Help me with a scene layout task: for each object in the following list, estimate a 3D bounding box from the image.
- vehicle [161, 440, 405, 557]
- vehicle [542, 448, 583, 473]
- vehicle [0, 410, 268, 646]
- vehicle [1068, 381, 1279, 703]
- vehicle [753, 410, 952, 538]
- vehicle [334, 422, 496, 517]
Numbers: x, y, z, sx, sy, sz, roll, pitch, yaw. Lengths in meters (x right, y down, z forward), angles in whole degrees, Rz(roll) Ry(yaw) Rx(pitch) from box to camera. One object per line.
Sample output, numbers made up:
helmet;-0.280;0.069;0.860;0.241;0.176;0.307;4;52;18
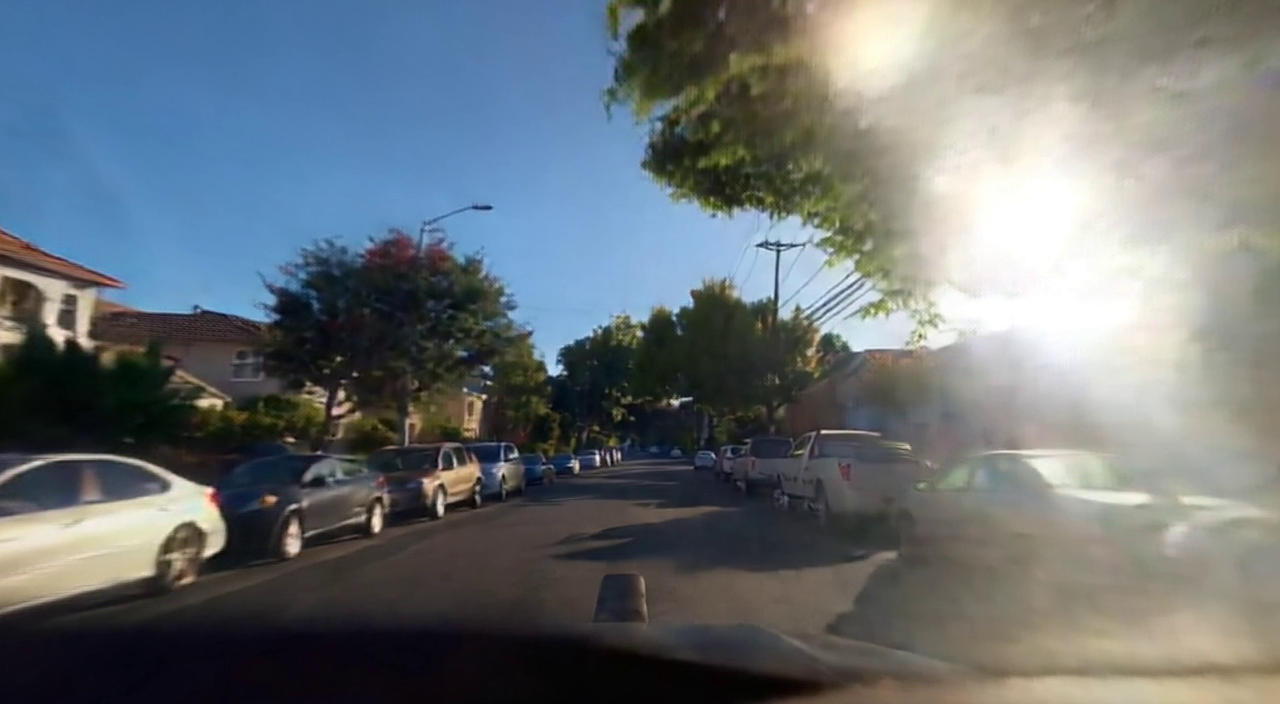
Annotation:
vehicle;-5.351;2.190;10.129;1.745;1.502;3.648;0;-8;0
vehicle;-4.677;6.593;38.579;1.958;1.359;4.357;0;-8;0
vehicle;-5.539;1.397;5.412;1.909;1.675;4.442;0;-8;1
vehicle;4.312;0.932;2.213;2.055;1.763;5.134;5;-10;0
vehicle;3.968;2.398;13.079;2.237;2.071;5.332;0;-8;0
vehicle;-5.139;2.743;15.306;2.034;1.923;4.713;-1;-8;2
